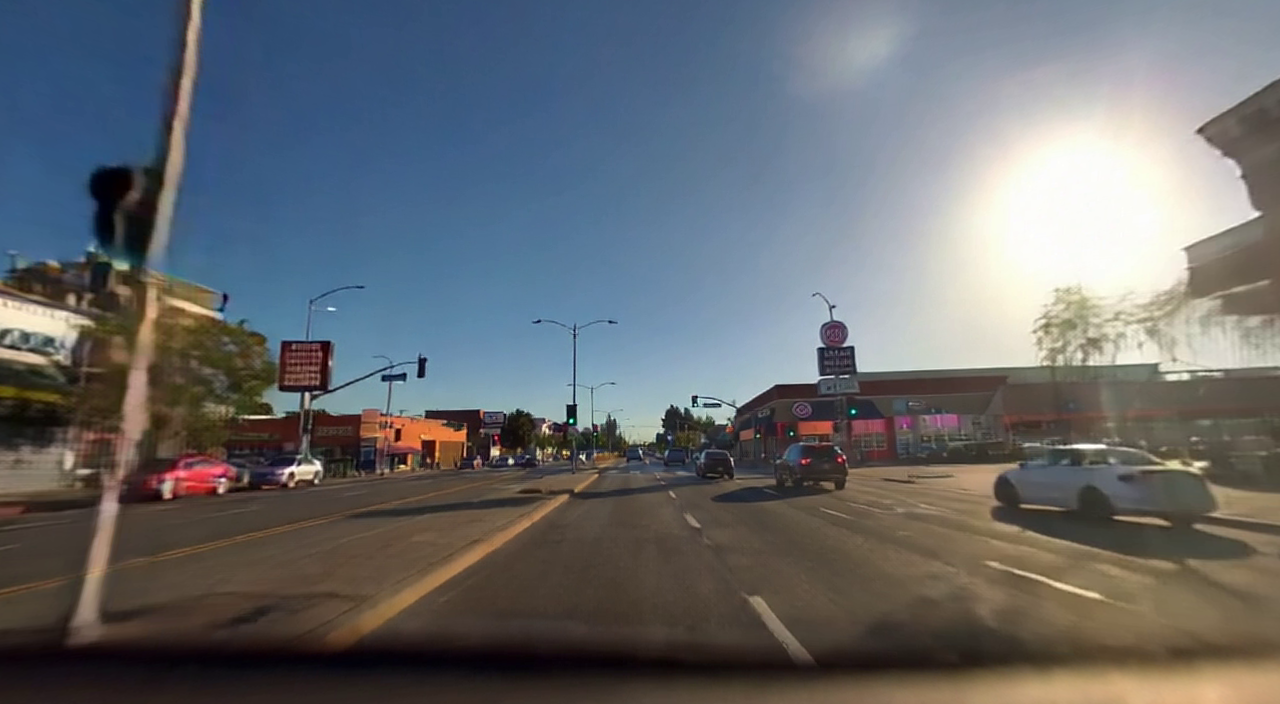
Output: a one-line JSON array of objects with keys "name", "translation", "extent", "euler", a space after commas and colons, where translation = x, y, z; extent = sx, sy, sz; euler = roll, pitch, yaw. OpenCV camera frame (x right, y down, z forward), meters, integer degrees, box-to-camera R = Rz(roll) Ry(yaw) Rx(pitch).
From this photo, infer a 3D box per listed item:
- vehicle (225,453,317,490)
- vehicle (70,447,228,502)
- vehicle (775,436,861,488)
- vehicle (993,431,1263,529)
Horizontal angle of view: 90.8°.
[{"name": "vehicle", "translation": [-18.181, 5.881, 31.441], "extent": [1.882, 1.645, 4.511], "euler": [0, -9, -1]}, {"name": "vehicle", "translation": [-17.983, 4.531, 23.530], "extent": [1.944, 1.794, 4.849], "euler": [0, -10, 0]}, {"name": "vehicle", "translation": [6.374, 3.984, 23.225], "extent": [1.974, 1.679, 4.611], "euler": [0, -8, 2]}, {"name": "vehicle", "translation": [9.852, 2.583, 13.396], "extent": [2.019, 1.694, 4.491], "euler": [0, -8, -2]}]
